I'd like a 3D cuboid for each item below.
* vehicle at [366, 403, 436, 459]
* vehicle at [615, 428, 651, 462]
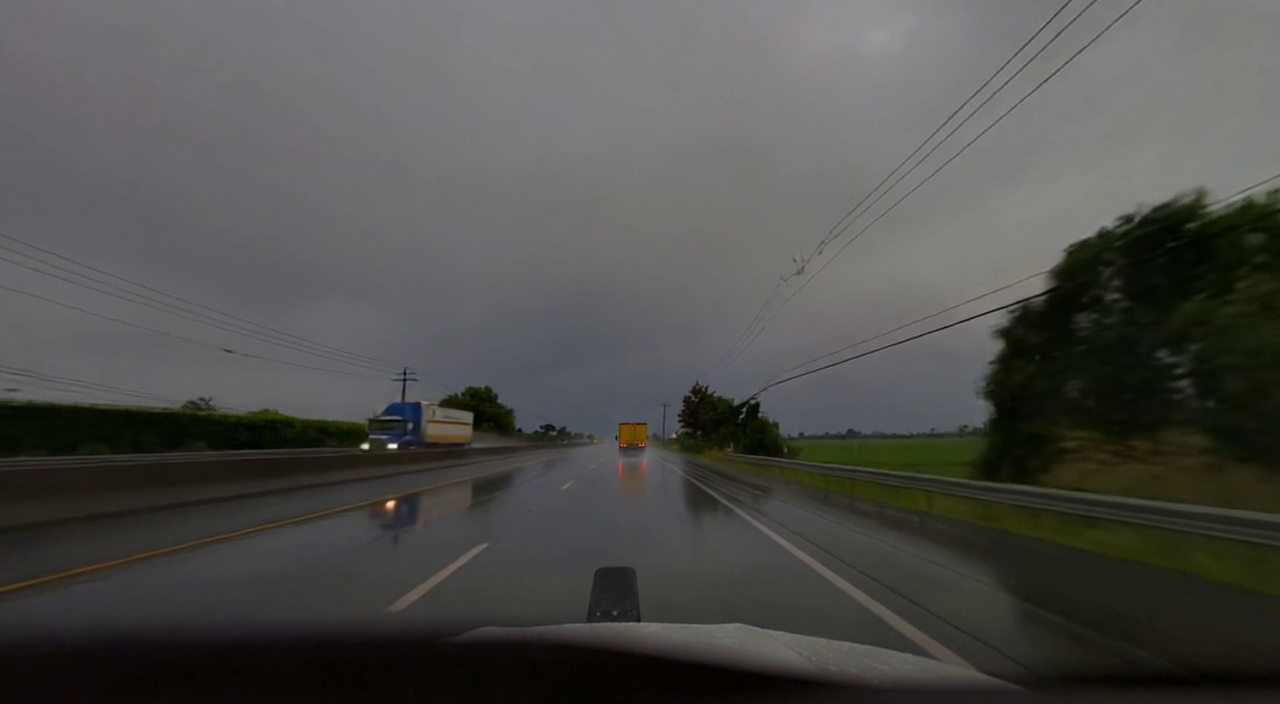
[{"bbox_3d":[-17.428,5.853,46.313,2.967,3.820,5.896,0,-8,-2],"label":"vehicle"},{"bbox_3d":[-0.506,6.078,41.222,2.240,2.129,4.480,0,-8,-2],"label":"vehicle"}]
